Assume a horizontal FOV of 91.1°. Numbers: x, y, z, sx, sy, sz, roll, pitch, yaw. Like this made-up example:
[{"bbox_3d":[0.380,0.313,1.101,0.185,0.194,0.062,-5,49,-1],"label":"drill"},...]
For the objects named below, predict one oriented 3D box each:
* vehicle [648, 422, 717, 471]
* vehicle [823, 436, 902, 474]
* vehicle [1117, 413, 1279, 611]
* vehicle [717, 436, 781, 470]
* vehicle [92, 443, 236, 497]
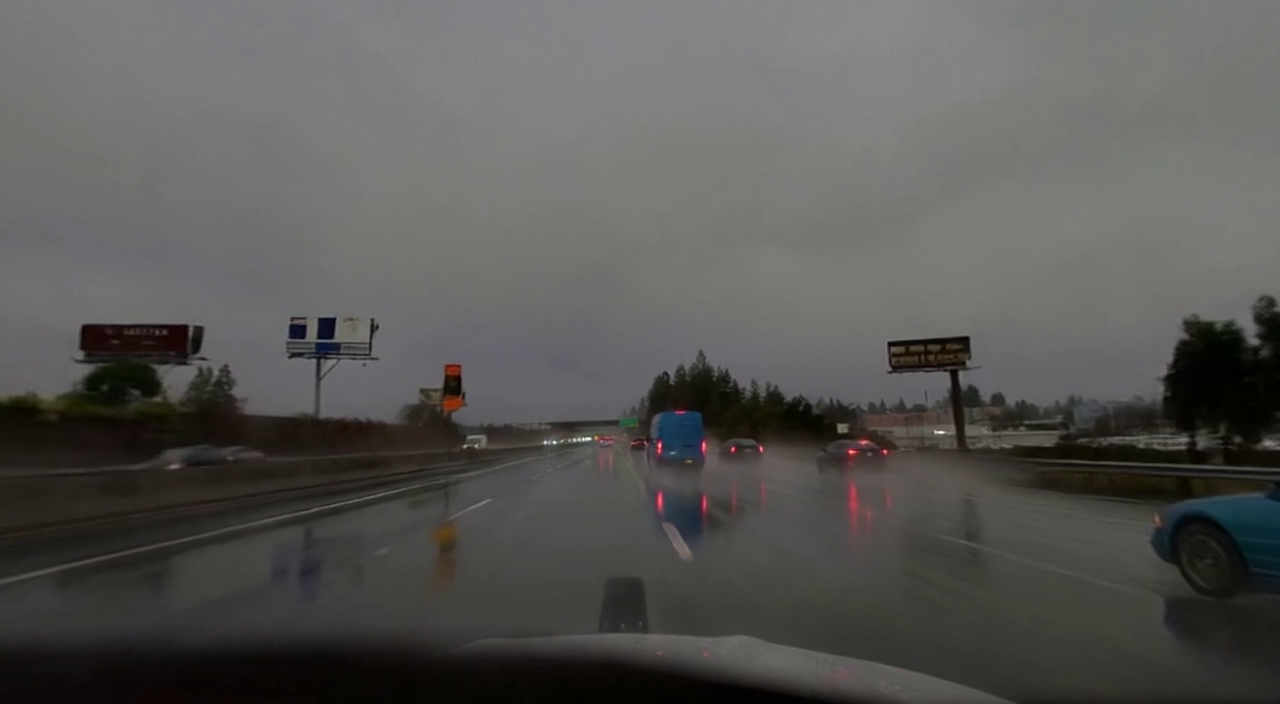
[{"bbox_3d":[1.834,4.424,29.539,2.546,2.087,5.404,0,-8,-4],"label":"vehicle"},{"bbox_3d":[9.439,4.358,26.903,1.874,1.496,3.586,0,-8,-3],"label":"vehicle"},{"bbox_3d":[5.991,1.100,3.916,2.003,1.517,4.936,0,-8,-2],"label":"vehicle"},{"bbox_3d":[5.071,4.756,29.751,2.099,1.510,3.784,0,-8,-4],"label":"vehicle"},{"bbox_3d":[-15.620,3.849,20.895,1.870,1.513,3.866,-3,-8,-2],"label":"vehicle"}]
